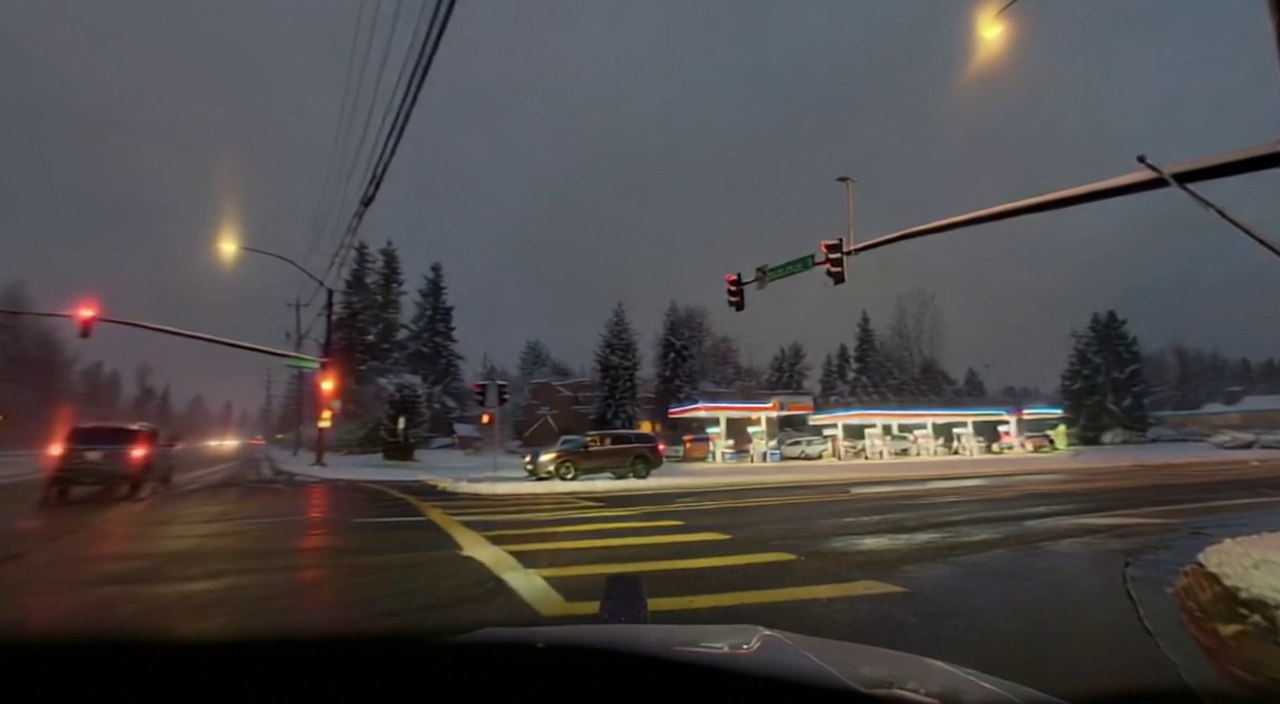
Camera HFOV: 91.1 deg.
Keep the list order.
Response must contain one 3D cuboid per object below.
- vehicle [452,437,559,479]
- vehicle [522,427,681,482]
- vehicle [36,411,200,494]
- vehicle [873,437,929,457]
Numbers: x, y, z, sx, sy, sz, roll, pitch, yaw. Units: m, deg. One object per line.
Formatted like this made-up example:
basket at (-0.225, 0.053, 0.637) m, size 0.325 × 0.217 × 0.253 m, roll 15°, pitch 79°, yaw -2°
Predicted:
vehicle at (-5.427, 4.237, 25.319) m, size 3.990 × 1.548 × 1.780 m, roll 3°, pitch -9°, yaw -19°
vehicle at (-1.305, 3.506, 21.952) m, size 5.149 × 1.725 × 1.964 m, roll 4°, pitch -9°, yaw -28°
vehicle at (-13.707, 2.677, 16.902) m, size 2.300 × 1.868 × 4.690 m, roll 4°, pitch -10°, yaw -27°
vehicle at (19.474, 7.084, 46.831) m, size 3.805 × 1.451 × 1.641 m, roll 4°, pitch -10°, yaw -26°
